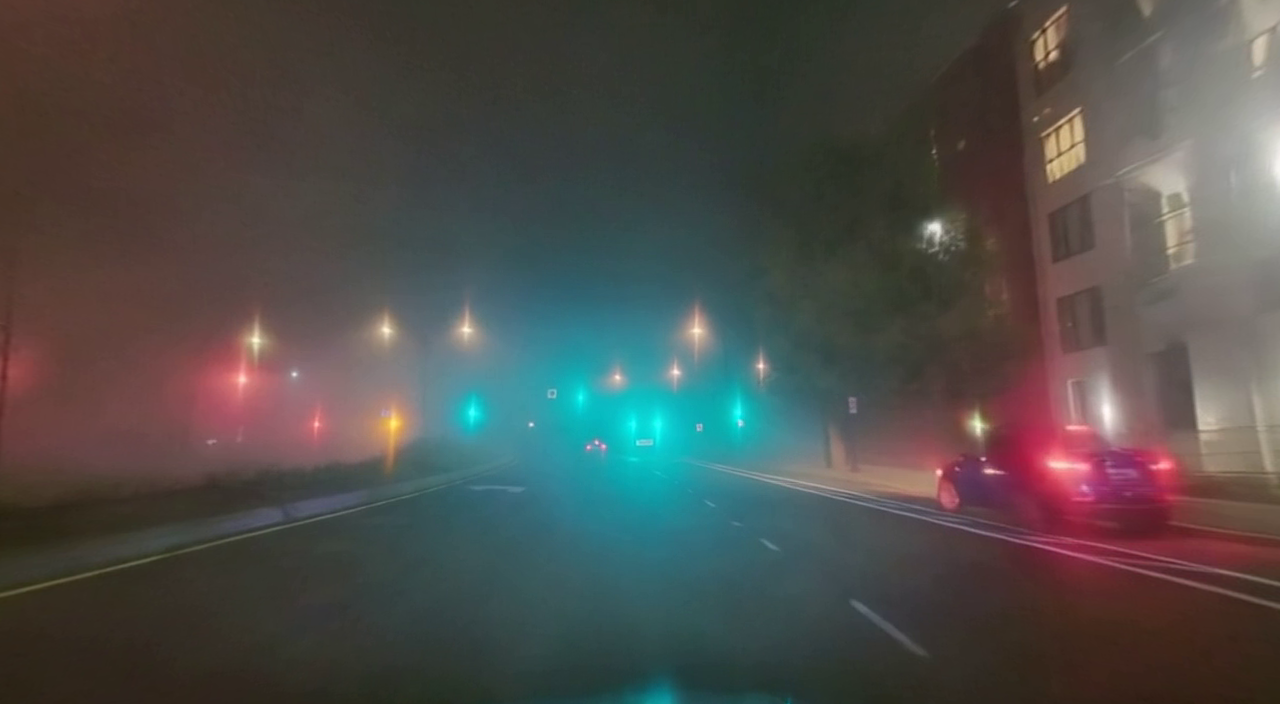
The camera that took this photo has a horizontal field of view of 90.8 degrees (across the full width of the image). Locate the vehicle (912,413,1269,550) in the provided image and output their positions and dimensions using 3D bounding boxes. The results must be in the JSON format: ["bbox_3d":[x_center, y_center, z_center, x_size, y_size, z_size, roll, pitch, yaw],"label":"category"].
[{"bbox_3d":[6.504,1.932,10.104,2.042,1.635,4.858,0,-9,-1],"label":"vehicle"}]

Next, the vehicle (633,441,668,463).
[{"bbox_3d":[0.665,6.890,43.628,1.918,1.479,4.468,1,-9,-6],"label":"vehicle"}]

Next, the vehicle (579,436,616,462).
[{"bbox_3d":[-3.135,6.968,45.392,2.317,1.713,4.231,1,-9,-8],"label":"vehicle"}]
